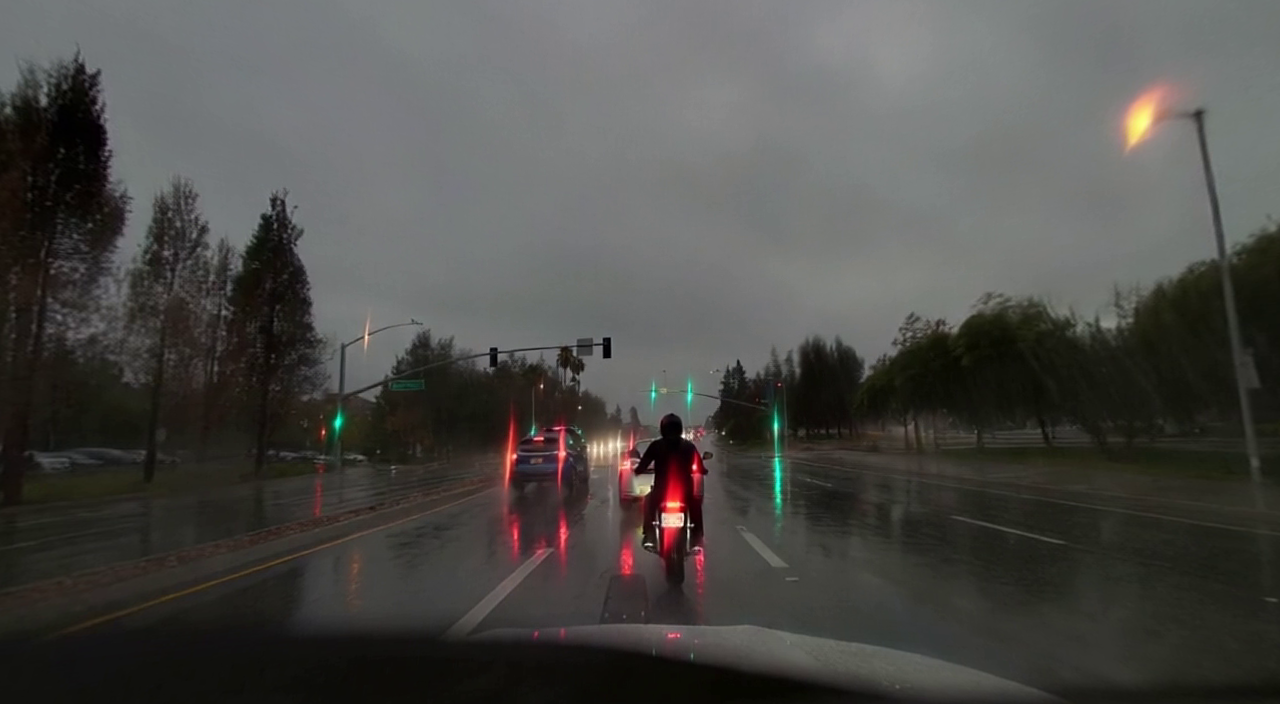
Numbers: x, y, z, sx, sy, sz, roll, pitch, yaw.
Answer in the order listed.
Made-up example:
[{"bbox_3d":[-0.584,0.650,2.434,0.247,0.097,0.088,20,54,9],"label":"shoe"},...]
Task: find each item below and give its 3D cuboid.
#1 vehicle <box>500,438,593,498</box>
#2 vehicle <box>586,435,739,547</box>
[{"bbox_3d":[-2.553,3.262,18.163,1.979,1.499,3.840,-1,-8,2],"label":"vehicle"},{"bbox_3d":[0.324,2.167,10.643,2.009,1.450,4.608,-1,-8,1],"label":"vehicle"}]
